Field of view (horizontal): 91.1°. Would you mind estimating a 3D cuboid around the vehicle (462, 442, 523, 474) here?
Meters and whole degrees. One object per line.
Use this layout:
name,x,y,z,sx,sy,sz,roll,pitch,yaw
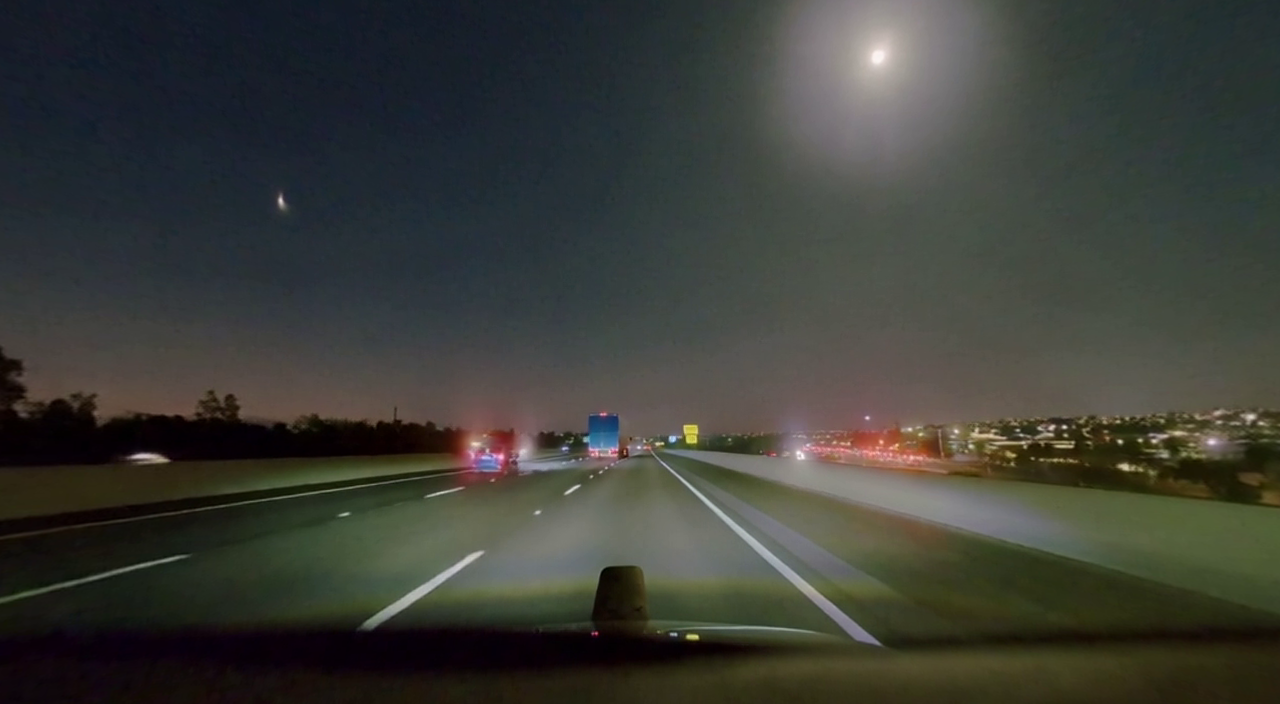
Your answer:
vehicle,-7.452,5.391,32.190,1.901,1.467,4.629,-1,-8,2
